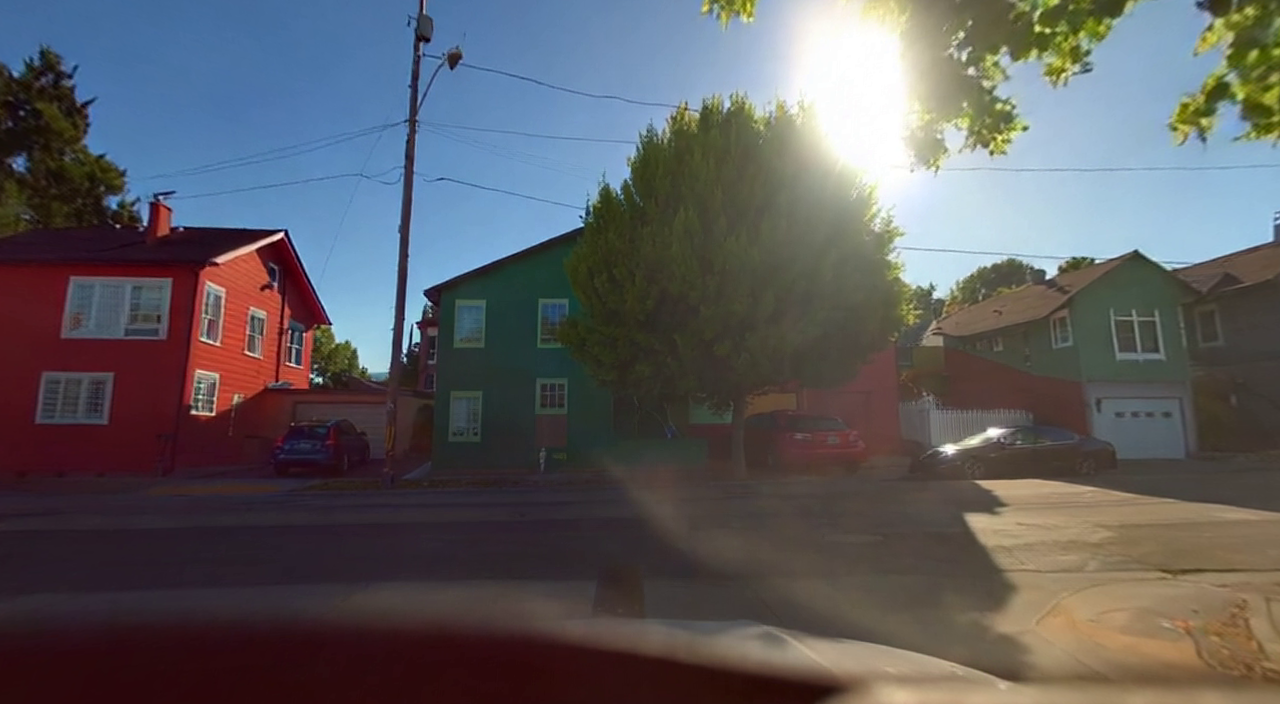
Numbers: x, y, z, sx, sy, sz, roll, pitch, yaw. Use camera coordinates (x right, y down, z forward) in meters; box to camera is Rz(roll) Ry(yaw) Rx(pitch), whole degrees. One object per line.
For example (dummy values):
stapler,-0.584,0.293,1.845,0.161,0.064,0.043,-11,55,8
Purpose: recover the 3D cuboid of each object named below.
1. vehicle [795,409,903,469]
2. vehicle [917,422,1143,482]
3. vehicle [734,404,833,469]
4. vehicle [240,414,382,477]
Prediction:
vehicle,6.719,2.859,20.789,2.053,1.756,4.034,0,-8,-2
vehicle,10.191,2.655,16.753,4.644,1.482,1.997,0,-9,0
vehicle,4.536,2.711,20.648,2.081,1.891,4.367,0,-6,-2
vehicle,-10.262,3.005,20.174,2.091,1.760,4.760,0,-8,-2
